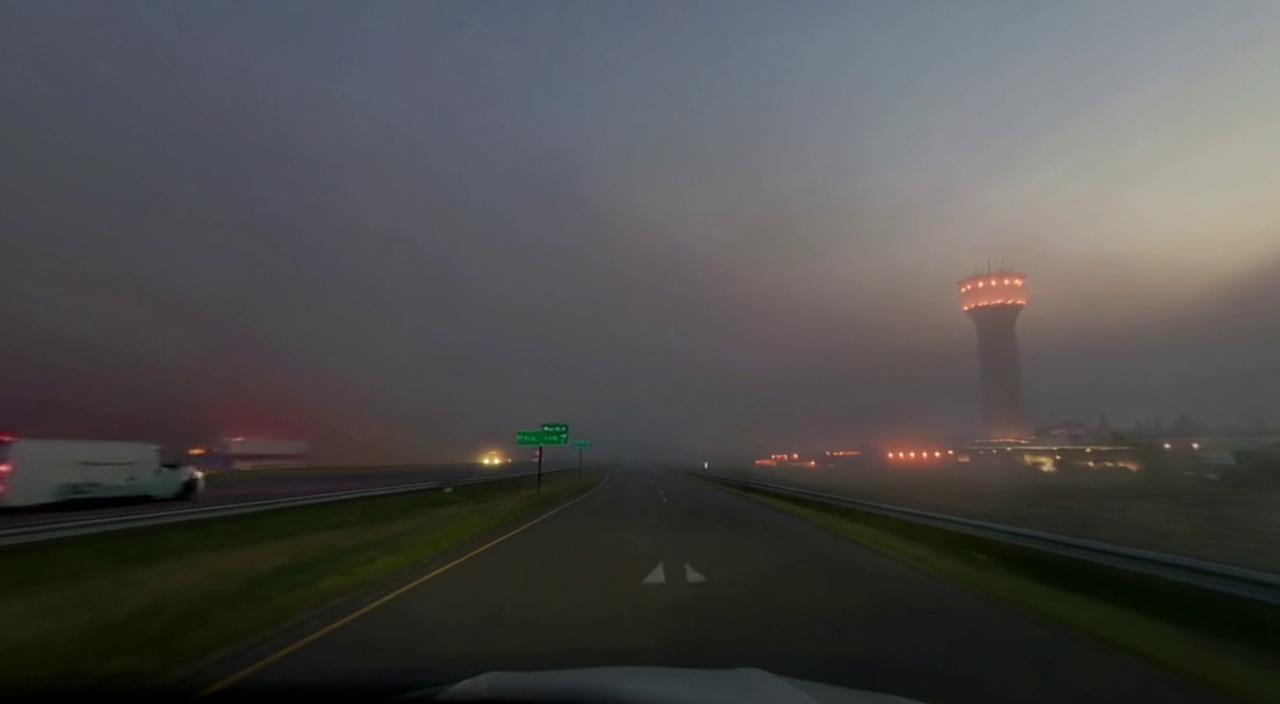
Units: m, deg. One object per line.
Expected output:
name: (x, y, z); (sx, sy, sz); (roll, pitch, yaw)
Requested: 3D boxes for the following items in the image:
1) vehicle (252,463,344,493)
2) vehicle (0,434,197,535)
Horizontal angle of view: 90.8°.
vehicle: (-19.623, 7.218, 36.496); (2.230, 1.503, 4.692); (-2, -9, 8)
vehicle: (-18.164, 4.008, 19.680); (2.344, 2.702, 7.709); (-1, -9, 7)
